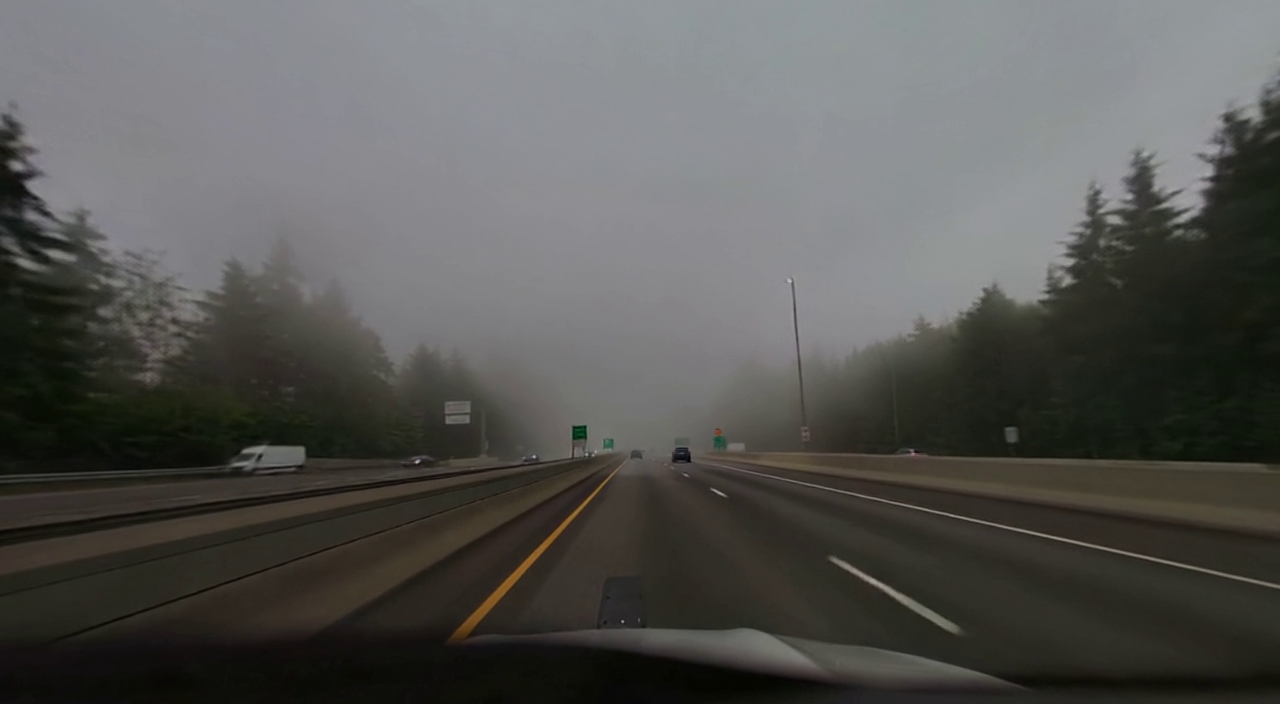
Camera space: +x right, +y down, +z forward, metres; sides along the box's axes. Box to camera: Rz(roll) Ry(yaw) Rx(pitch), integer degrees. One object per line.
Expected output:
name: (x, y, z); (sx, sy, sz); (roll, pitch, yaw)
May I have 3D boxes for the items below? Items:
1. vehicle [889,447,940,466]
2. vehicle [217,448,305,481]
vehicle: (21.678, 8.255, 49.911); (1.926, 1.386, 3.719); (1, -9, -9)
vehicle: (-29.135, 8.637, 48.777); (2.666, 2.344, 6.287); (0, -9, 2)
